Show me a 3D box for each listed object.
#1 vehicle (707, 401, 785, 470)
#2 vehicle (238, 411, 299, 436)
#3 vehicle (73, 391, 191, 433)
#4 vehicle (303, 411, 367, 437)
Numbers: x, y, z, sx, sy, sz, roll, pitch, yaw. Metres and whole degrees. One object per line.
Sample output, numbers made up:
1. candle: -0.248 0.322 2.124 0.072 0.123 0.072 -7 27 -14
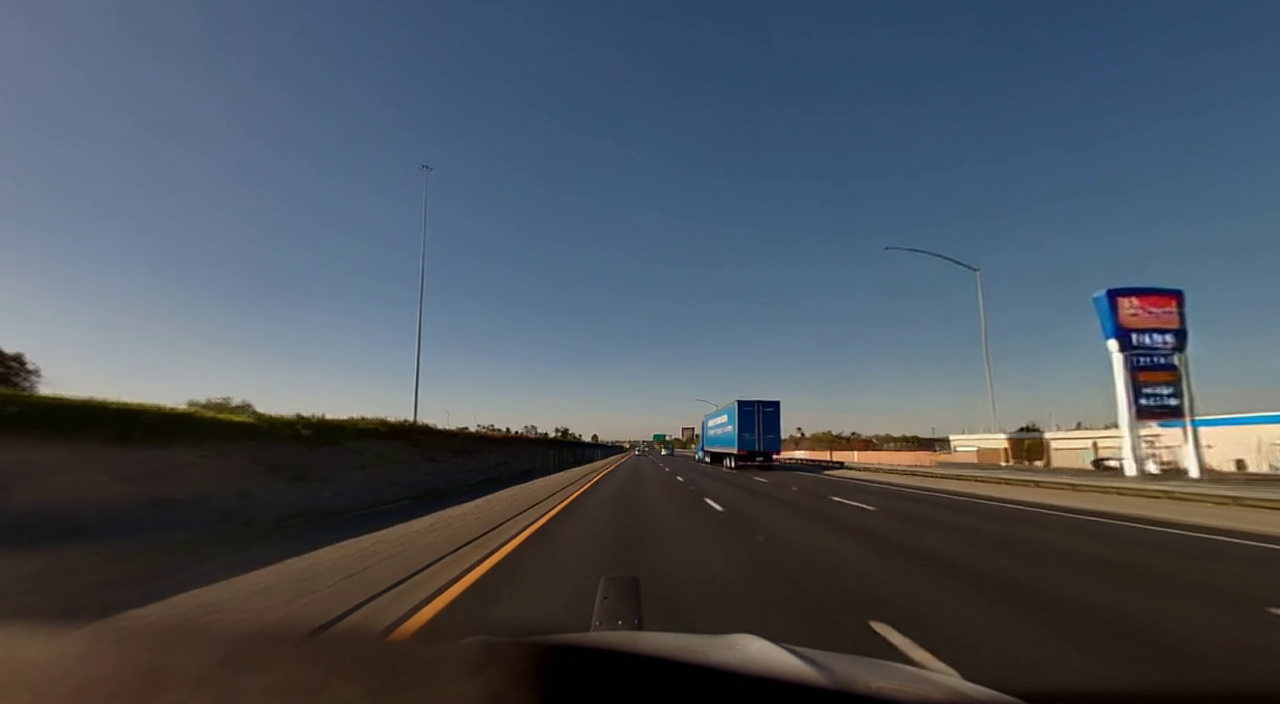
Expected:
1. vehicle: 7.279 6.220 46.201 2.912 4.153 15.866 0 -9 0
2. vehicle: -24.473 4.781 41.716 1.748 1.506 3.731 0 -9 0
3. vehicle: -20.934 2.557 26.257 1.765 1.490 3.804 0 -9 -1
4. vehicle: -20.753 4.981 43.200 1.858 1.620 4.928 0 -9 0
